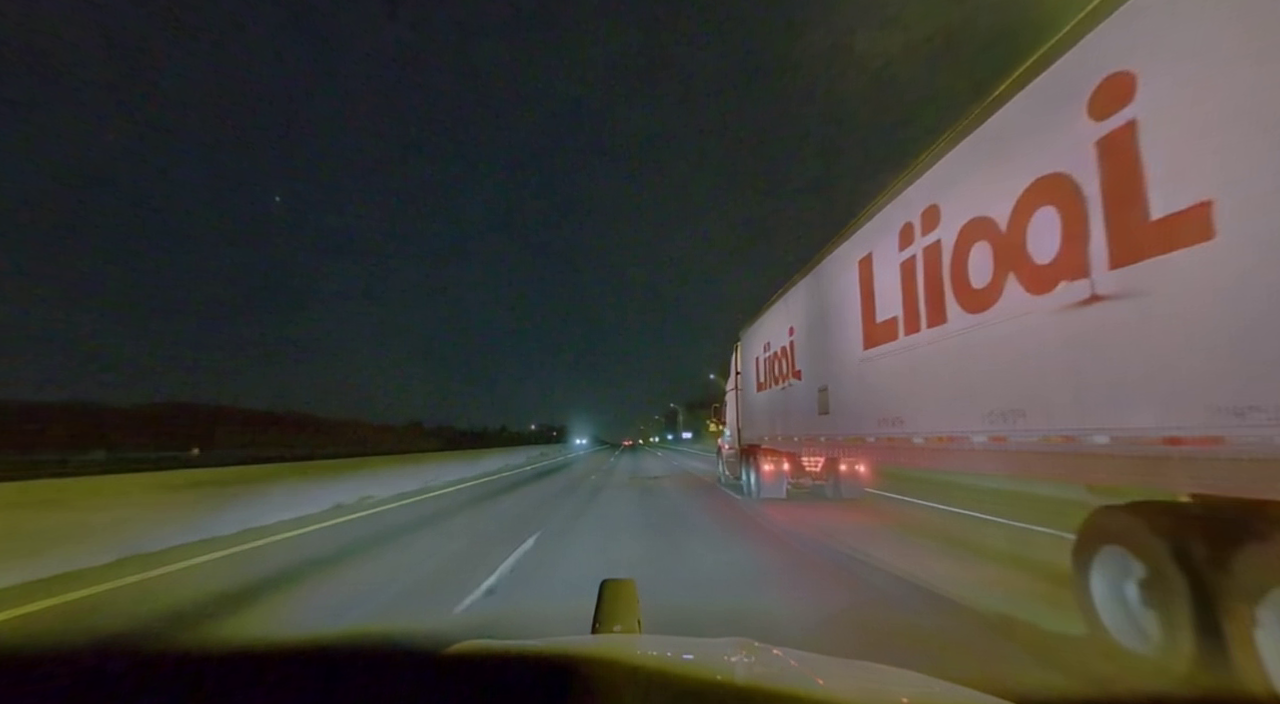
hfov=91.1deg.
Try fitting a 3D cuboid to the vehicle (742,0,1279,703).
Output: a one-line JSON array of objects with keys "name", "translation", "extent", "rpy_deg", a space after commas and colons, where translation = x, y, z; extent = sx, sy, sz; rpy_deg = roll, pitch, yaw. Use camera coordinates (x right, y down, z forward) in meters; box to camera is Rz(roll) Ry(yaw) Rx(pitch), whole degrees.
[{"name": "vehicle", "translation": [4.152, 0.261, 8.004], "extent": [3.034, 4.194, 14.704], "rpy_deg": [0, -8, -1]}]
